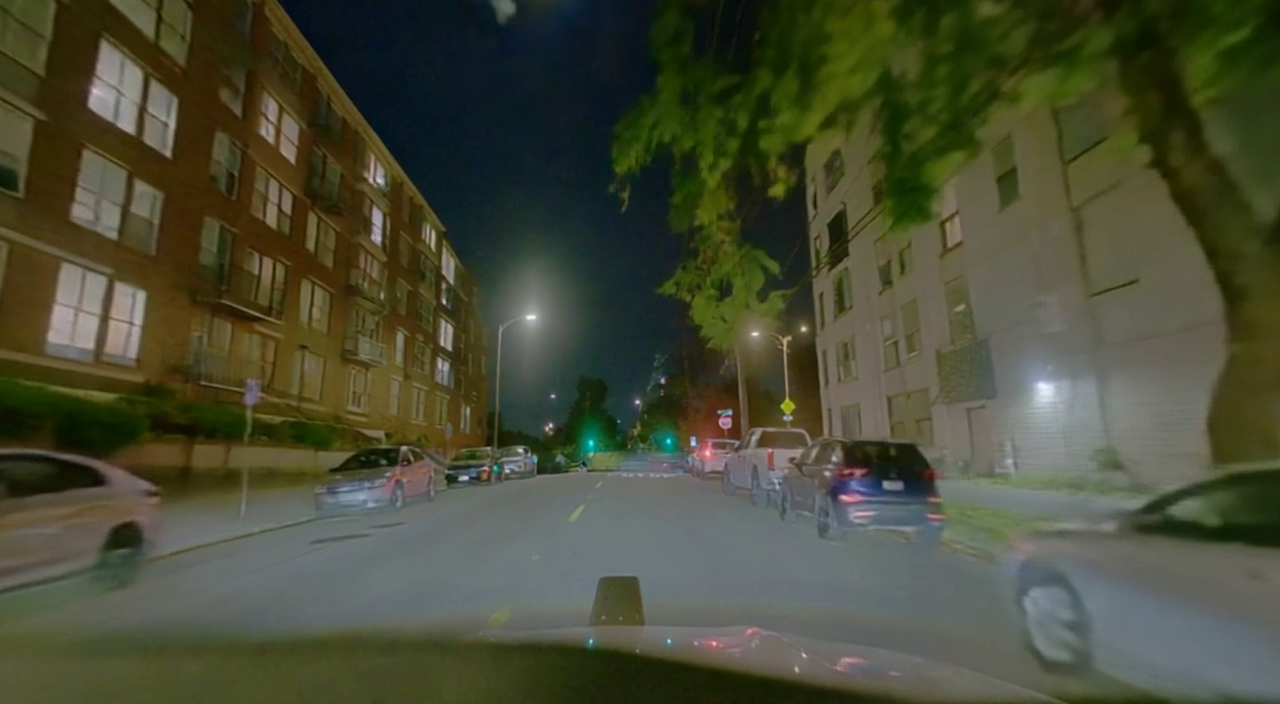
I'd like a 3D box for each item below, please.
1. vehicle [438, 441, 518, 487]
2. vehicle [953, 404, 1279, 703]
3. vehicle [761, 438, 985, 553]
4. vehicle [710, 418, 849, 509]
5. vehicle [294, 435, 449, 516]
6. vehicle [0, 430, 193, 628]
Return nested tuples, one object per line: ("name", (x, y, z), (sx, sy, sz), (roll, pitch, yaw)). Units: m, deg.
("vehicle", (-6.462, 4.486, 25.724), (2.069, 1.647, 4.359), (-2, -8, 0))
("vehicle", (3.389, 0.927, 2.191), (1.948, 1.502, 5.013), (0, -8, -1))
("vehicle", (3.540, 2.240, 10.745), (1.925, 1.489, 4.655), (0, -8, -2))
("vehicle", (3.221, 2.716, 15.898), (2.082, 1.902, 5.122), (0, -8, -3))
("vehicle", (-6.418, 2.973, 15.749), (1.947, 1.707, 4.352), (0, -8, 0))
("vehicle", (-6.413, 1.494, 5.362), (2.100, 1.640, 4.341), (0, -8, -1))
